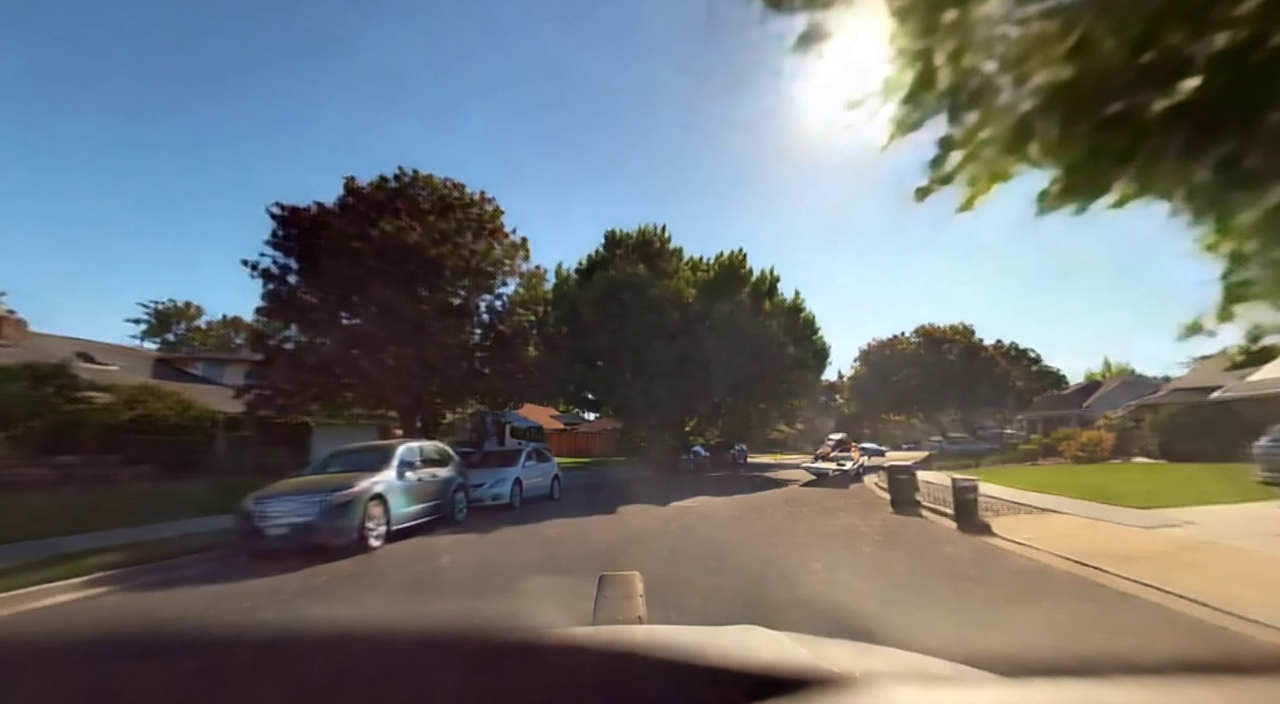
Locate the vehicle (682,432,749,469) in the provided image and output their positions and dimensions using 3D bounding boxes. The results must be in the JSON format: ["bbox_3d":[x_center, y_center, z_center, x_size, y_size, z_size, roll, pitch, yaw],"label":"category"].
[{"bbox_3d":[5.218,6.628,42.538,2.632,2.249,6.179,-4,-9,24],"label":"vehicle"}]

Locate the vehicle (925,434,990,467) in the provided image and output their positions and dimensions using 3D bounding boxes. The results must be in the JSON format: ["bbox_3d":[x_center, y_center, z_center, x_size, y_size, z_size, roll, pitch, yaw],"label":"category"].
[{"bbox_3d":[21.245,6.601,42.252,3.470,2.123,1.584,0,-7,6],"label":"vehicle"}]

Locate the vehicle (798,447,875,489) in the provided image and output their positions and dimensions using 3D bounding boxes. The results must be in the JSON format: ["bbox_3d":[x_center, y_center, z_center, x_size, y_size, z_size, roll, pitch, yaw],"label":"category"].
[{"bbox_3d":[8.664,4.926,27.423,2.804,1.336,6.700,-2,-7,19],"label":"vehicle"}]

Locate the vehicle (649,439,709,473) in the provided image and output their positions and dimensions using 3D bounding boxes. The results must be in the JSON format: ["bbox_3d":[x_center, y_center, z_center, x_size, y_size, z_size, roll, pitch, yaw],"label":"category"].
[{"bbox_3d":[2.222,5.699,34.662,2.052,1.745,4.737,-3,-9,19],"label":"vehicle"}]

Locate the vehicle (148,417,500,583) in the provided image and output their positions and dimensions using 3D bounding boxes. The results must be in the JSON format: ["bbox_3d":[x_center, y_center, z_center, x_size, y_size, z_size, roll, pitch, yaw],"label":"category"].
[{"bbox_3d":[-4.116,1.920,9.568,2.274,1.784,5.090,-1,-7,7],"label":"vehicle"}]
